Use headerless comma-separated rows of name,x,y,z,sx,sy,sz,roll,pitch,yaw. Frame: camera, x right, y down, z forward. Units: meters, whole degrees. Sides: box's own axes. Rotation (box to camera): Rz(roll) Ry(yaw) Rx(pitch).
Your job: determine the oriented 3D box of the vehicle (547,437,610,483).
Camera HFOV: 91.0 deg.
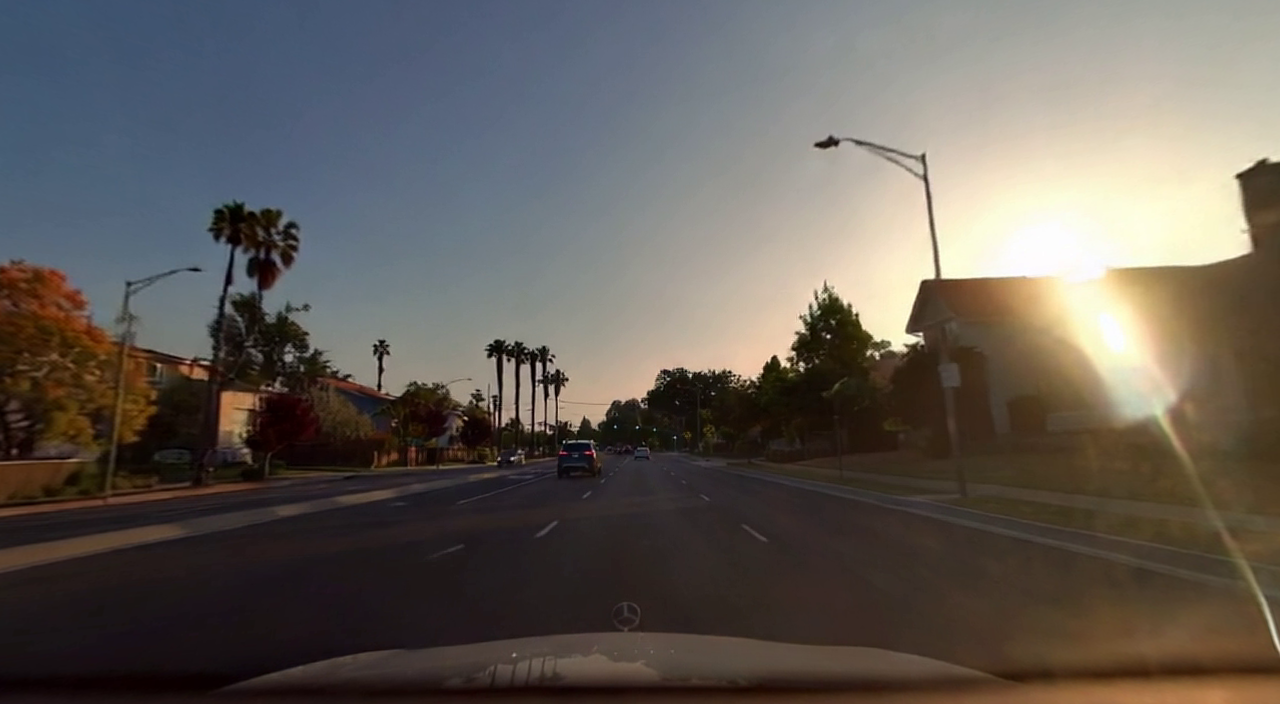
vehicle,-2.769,5.068,29.828,2.370,1.968,5.698,0,-9,0
